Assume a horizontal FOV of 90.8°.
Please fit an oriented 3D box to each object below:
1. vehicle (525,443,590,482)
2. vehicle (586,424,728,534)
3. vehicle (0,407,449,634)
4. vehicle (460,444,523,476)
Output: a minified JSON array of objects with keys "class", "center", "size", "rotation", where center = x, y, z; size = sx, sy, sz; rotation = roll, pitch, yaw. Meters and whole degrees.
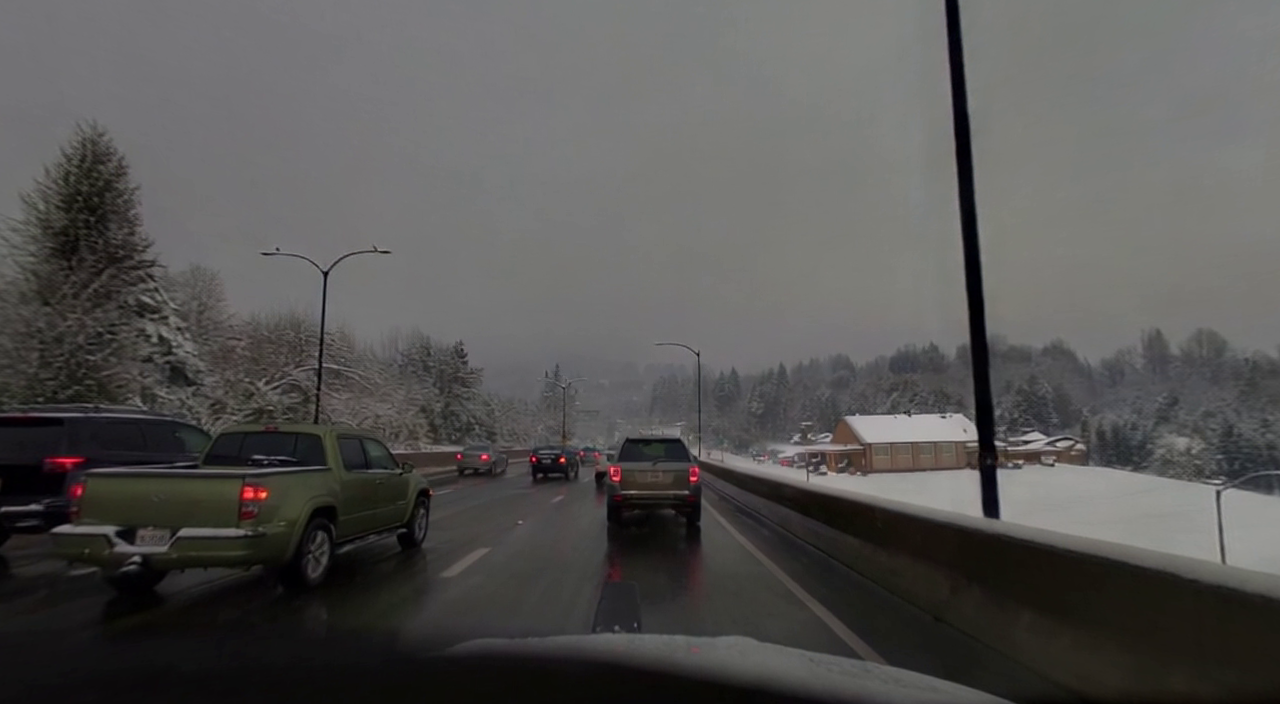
[{"class":"vehicle","center":[-3.289,4.490,26.004],"size":[1.868,1.470,4.105],"rotation":[-1,-9,4]},{"class":"vehicle","center":[0.290,2.357,12.287],"size":[2.235,1.716,4.435],"rotation":[0,-9,1]},{"class":"vehicle","center":[-3.957,1.603,7.027],"size":[2.076,1.688,4.334],"rotation":[-1,-9,3]},{"class":"vehicle","center":[-7.276,5.334,31.470],"size":[1.856,1.459,4.251],"rotation":[-1,-9,4]}]
